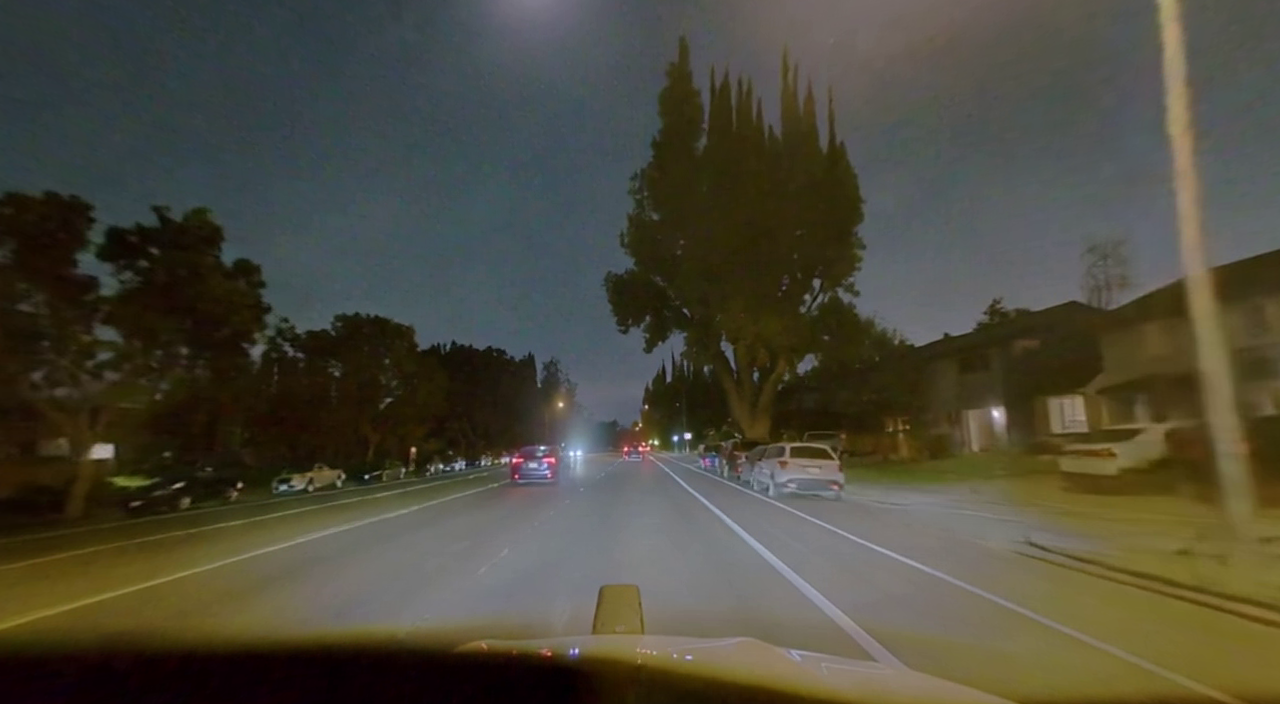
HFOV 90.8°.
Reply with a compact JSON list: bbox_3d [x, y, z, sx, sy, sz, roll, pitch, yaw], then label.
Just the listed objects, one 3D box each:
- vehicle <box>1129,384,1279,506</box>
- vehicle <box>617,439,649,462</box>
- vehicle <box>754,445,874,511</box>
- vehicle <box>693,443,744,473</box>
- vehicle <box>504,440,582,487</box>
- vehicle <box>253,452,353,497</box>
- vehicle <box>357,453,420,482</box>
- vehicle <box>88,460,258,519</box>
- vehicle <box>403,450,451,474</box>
[{"bbox_3d":[10.875,1.450,9.963,4.543,1.706,2.082,0,-9,-1],"label":"vehicle"},{"bbox_3d":[-0.455,6.763,43.352,2.088,1.495,4.048,0,-9,0],"label":"vehicle"},{"bbox_3d":[4.288,3.152,16.361,1.890,1.459,4.371,0,-9,1],"label":"vehicle"},{"bbox_3d":[4.177,5.727,34.411,1.928,1.479,5.069,0,-9,-2],"label":"vehicle"},{"bbox_3d":[-3.319,3.908,22.515,2.027,1.477,4.413,0,-9,1],"label":"vehicle"},{"bbox_3d":[-14.693,5.320,27.868,1.914,1.747,4.550,0,-9,0],"label":"vehicle"},{"bbox_3d":[-14.654,6.732,37.136,1.827,1.480,4.738,0,-9,-1],"label":"vehicle"},{"bbox_3d":[-14.605,4.287,20.199,1.898,1.530,4.675,0,-9,-1],"label":"vehicle"},{"bbox_3d":[-14.593,7.523,43.563,1.830,1.511,4.734,0,-9,-2],"label":"vehicle"}]
